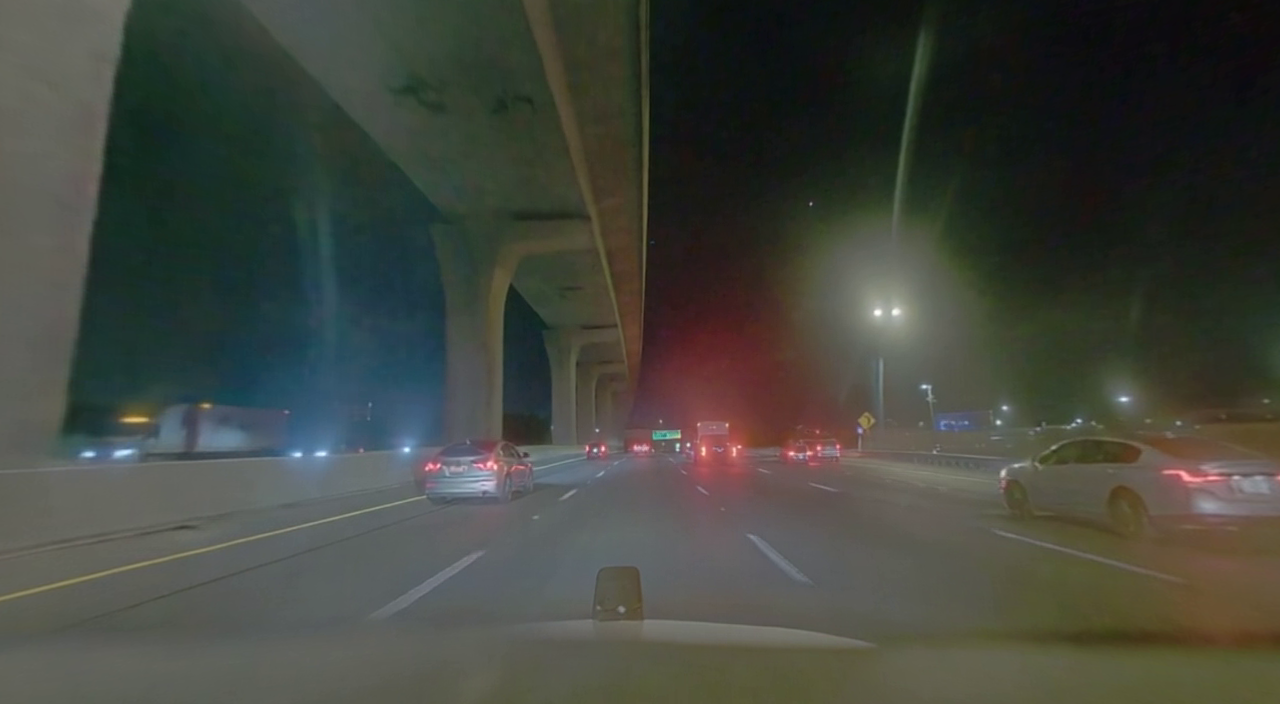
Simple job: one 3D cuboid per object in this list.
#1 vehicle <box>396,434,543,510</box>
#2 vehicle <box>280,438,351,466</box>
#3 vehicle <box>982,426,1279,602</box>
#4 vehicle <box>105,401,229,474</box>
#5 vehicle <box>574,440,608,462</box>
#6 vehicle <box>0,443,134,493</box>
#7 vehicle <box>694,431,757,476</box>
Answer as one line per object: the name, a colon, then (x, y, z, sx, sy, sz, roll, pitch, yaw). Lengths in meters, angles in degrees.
vehicle: (-3.683, 2.682, 14.673, 1.997, 1.476, 4.703, 0, -8, 1)
vehicle: (-25.112, 7.772, 49.264, 2.403, 1.981, 6.428, 0, -8, -3)
vehicle: (6.265, 1.690, 7.539, 1.989, 1.472, 4.322, 0, -8, 1)
vehicle: (-27.977, 5.135, 37.780, 2.910, 3.973, 5.944, 1, -8, -4)
vehicle: (-3.491, 7.113, 45.564, 2.047, 1.464, 4.387, 0, -8, 1)
vehicle: (-19.656, 3.792, 21.127, 1.938, 1.474, 4.445, 0, -8, -3)
vehicle: (3.559, 4.320, 27.147, 2.072, 1.761, 4.242, 0, -8, -1)
